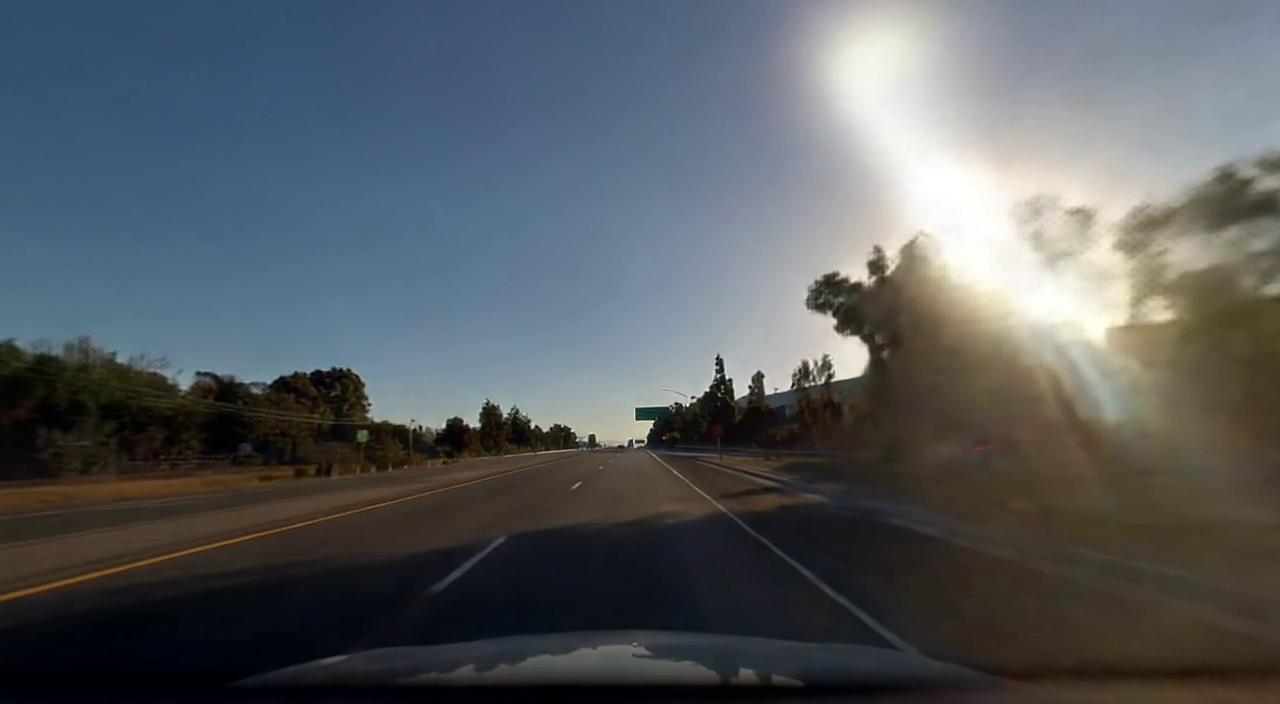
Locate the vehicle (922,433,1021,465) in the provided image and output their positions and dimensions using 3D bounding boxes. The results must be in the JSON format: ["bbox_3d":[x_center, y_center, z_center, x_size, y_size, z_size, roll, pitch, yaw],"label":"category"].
[{"bbox_3d":[21.265,6.231,40.672,2.328,1.916,5.227,3,-9,-23],"label":"vehicle"}]
